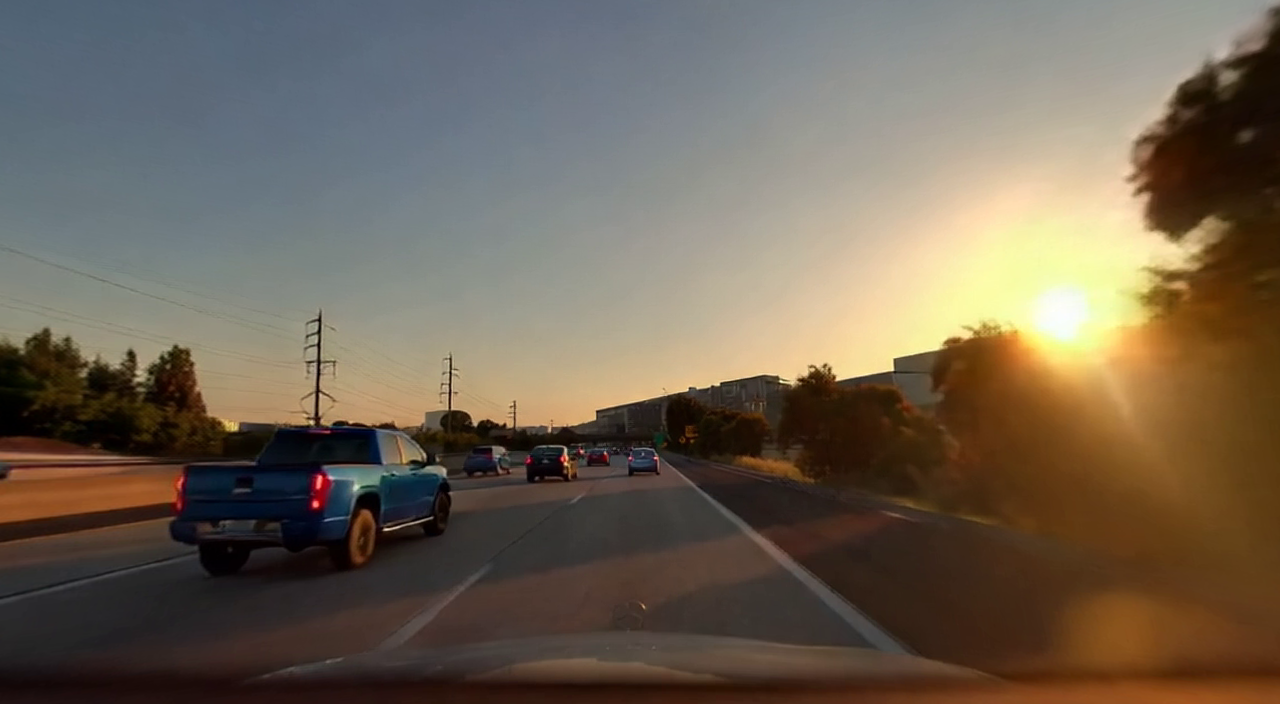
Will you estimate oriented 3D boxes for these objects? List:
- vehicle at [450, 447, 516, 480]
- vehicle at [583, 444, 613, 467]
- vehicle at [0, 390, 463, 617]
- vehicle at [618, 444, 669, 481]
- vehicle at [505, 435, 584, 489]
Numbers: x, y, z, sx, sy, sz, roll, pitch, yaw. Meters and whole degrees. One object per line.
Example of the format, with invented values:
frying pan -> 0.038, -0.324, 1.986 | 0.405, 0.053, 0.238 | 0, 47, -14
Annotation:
vehicle -> -7.537, 5.369, 30.700 | 1.974, 1.454, 4.478 | -1, -8, 1
vehicle -> -3.252, 8.119, 49.586 | 1.993, 1.717, 4.321 | -1, -8, 2
vehicle -> -4.130, 1.640, 7.938 | 2.198, 1.848, 5.346 | 0, -8, 0
vehicle -> 0.130, 4.817, 27.757 | 2.047, 1.473, 3.978 | 0, -8, 0
vehicle -> -3.435, 4.082, 23.703 | 2.133, 1.789, 4.518 | -1, -8, 2
